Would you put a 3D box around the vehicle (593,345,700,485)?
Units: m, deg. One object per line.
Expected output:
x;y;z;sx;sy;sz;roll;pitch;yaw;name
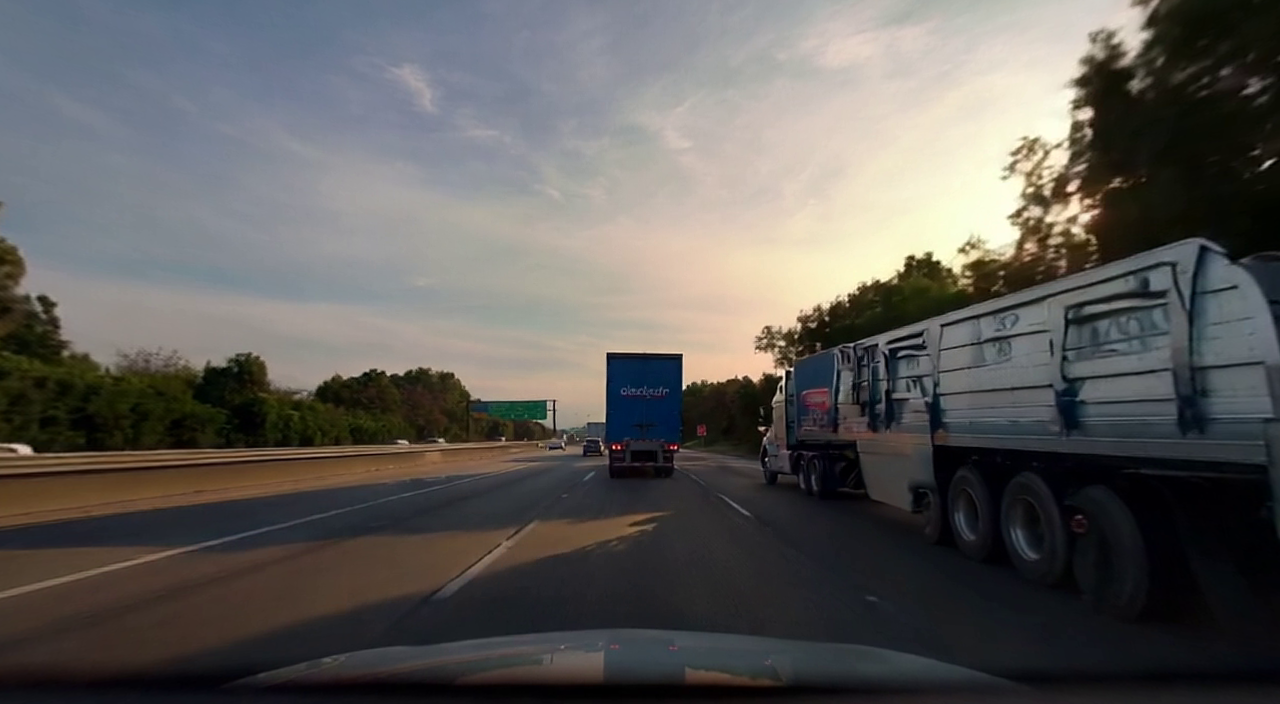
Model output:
0.077;2.372;22.369;2.920;3.860;10.035;0;-8;-1;vehicle
